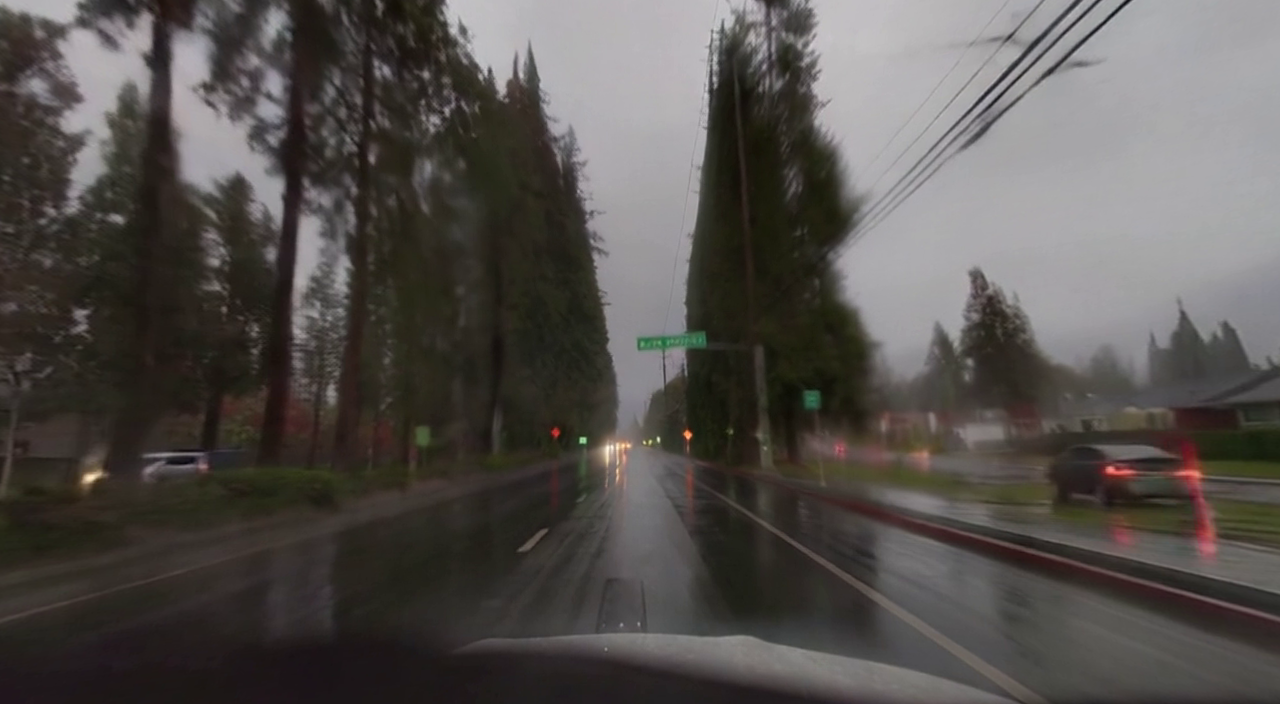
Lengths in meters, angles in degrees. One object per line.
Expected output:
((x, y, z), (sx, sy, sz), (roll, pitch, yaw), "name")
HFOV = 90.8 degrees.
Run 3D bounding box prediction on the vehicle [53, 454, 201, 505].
((-20.212, 4.994, 25.210), (2.076, 1.663, 4.545), (-3, -9, 0), "vehicle")
